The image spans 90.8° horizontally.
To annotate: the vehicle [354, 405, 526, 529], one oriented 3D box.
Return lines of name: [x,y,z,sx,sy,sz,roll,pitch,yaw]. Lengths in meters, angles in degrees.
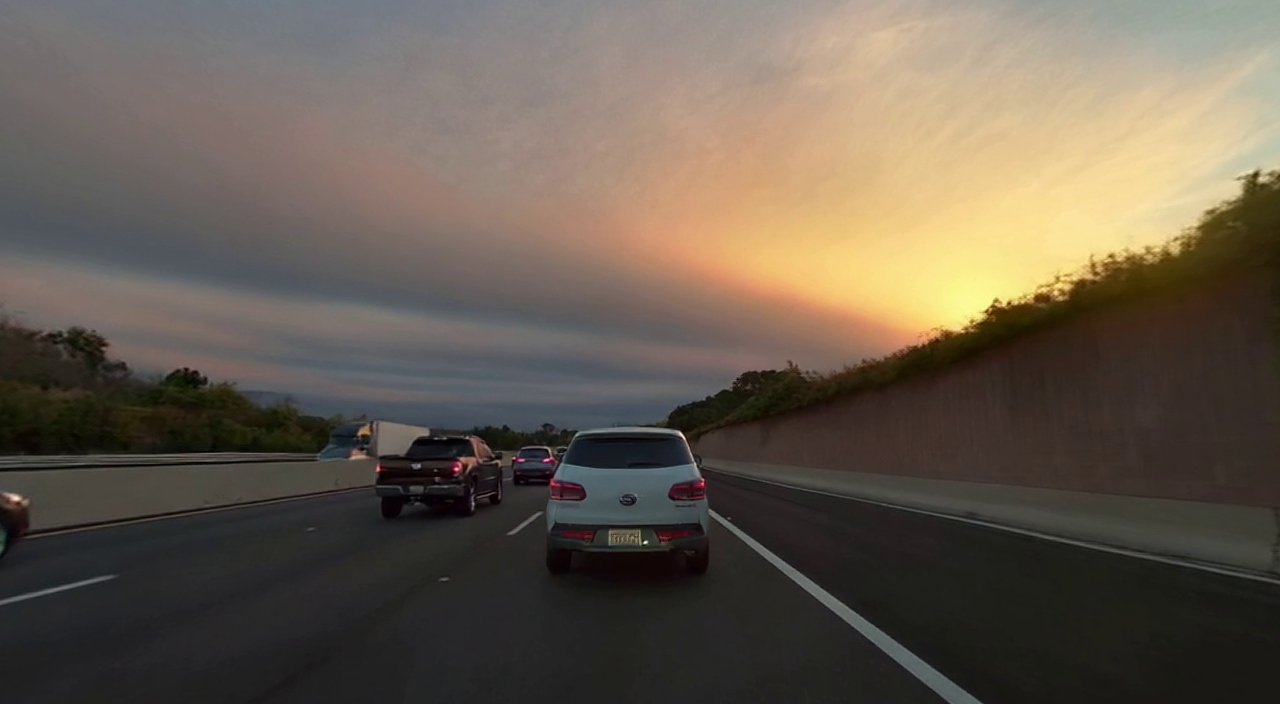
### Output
vehicle: [-3.945,2.378,13.507,2.055,2.144,4.782,-1,-9,1]

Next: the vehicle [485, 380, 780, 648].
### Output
vehicle: [-0.090,1.358,6.070,1.995,1.798,3.380,0,-9,-1]
